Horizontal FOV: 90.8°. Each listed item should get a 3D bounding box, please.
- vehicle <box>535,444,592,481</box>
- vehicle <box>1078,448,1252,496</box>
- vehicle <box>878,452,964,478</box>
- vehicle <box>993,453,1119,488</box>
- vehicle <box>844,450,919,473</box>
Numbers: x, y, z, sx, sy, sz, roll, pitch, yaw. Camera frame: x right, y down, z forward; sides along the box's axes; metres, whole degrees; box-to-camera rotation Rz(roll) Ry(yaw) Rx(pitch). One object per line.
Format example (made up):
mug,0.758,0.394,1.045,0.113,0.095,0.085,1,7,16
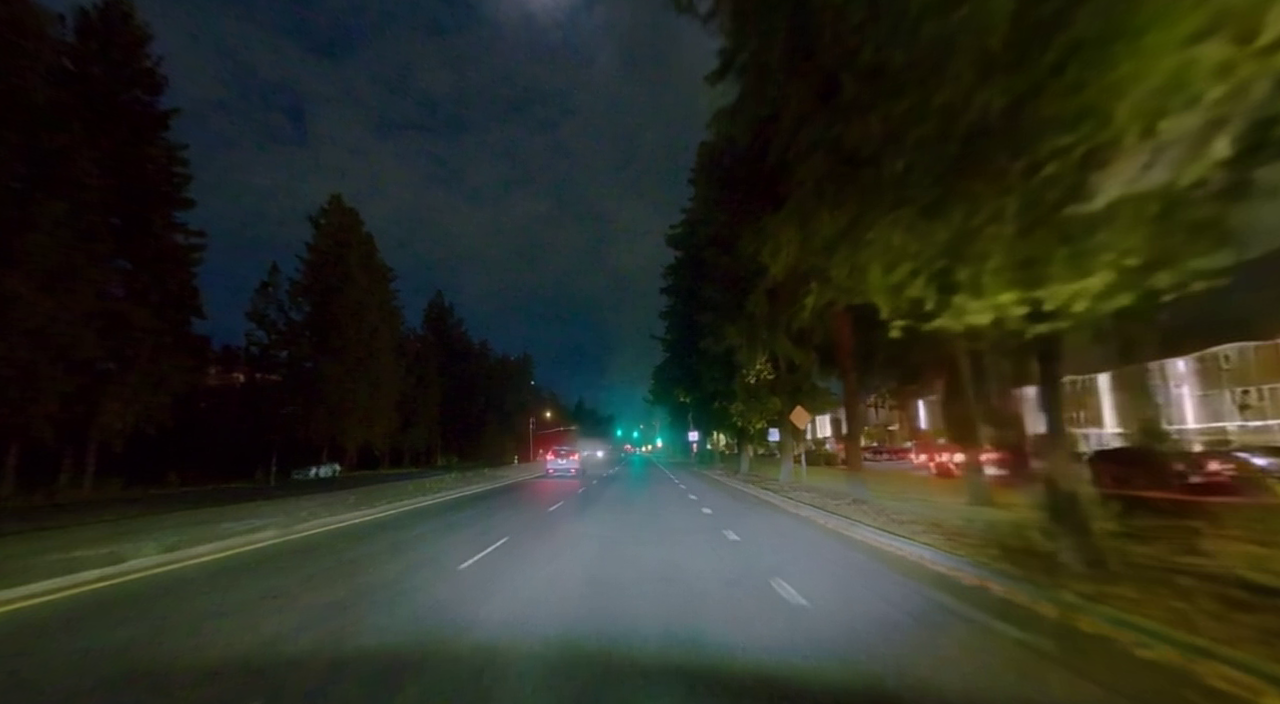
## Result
vehicle,-3.364,4.939,28.517,2.030,1.550,3.925,0,-8,1
vehicle,18.526,4.210,22.441,4.520,1.557,2.056,1,-9,-6
vehicle,16.583,6.684,37.429,4.172,1.407,1.931,1,-9,-7
vehicle,17.948,5.113,27.338,4.230,1.384,1.882,1,-9,-7
vehicle,16.291,7.377,42.691,4.226,1.499,1.943,1,-9,-10
